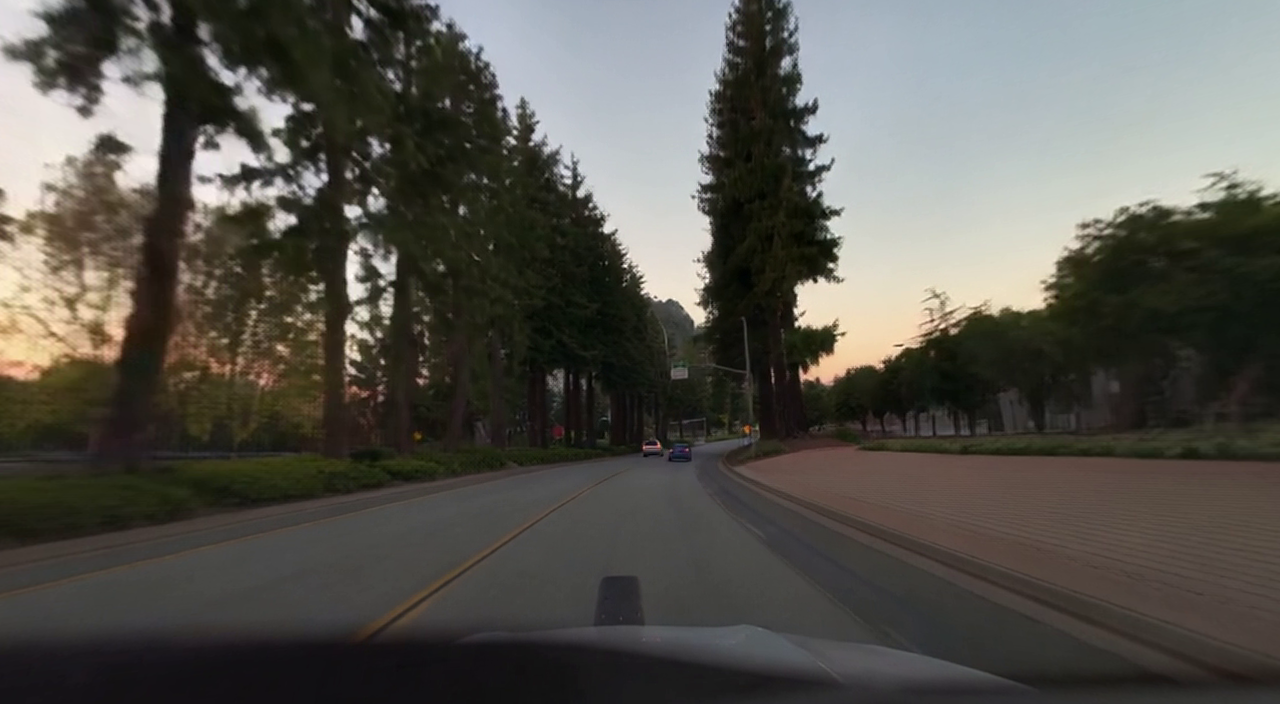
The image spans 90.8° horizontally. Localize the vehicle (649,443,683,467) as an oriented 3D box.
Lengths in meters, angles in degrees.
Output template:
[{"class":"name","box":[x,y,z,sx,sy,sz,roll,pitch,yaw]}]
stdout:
[{"class":"vehicle","box":[1.785,6.909,42.574,2.071,1.474,4.047,-1,-8,6]}]
